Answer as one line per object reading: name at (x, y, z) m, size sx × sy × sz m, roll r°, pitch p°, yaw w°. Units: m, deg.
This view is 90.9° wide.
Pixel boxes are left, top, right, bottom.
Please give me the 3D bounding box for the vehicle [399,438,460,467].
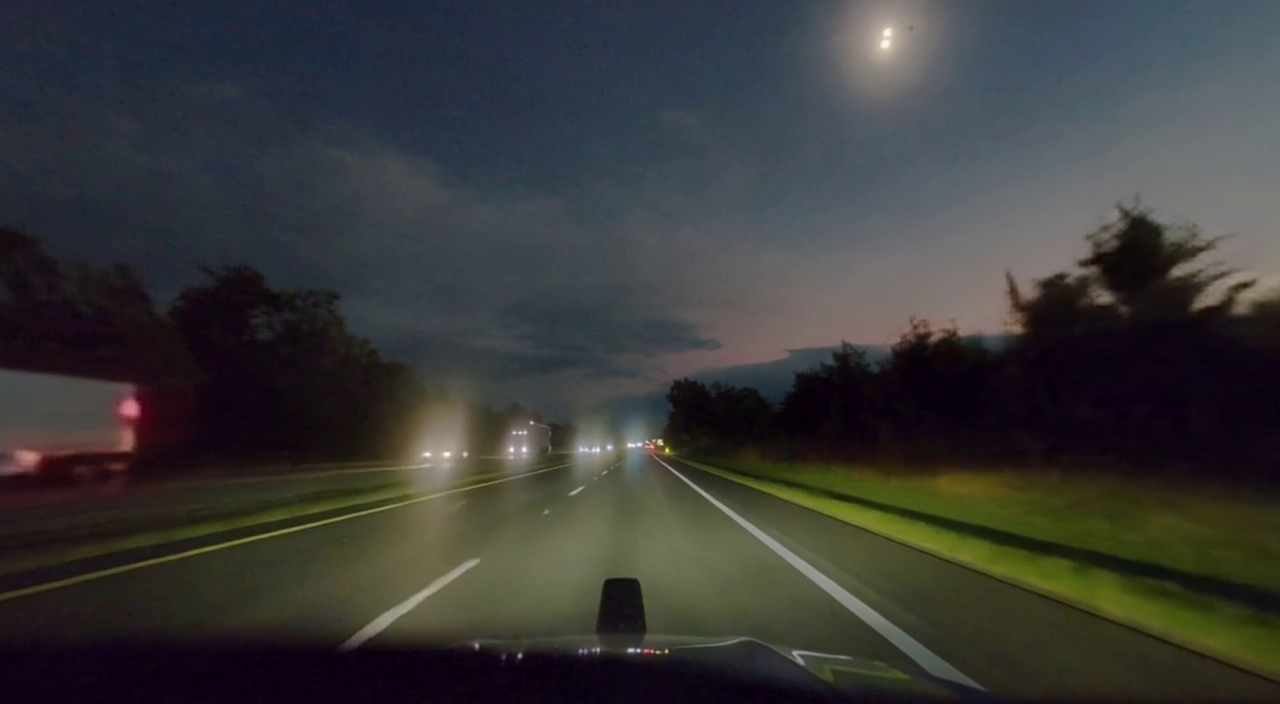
vehicle at (-11.520, 5.556, 34.736) m, size 1.928 × 1.486 × 4.088 m, roll 0°, pitch -9°, yaw 0°
